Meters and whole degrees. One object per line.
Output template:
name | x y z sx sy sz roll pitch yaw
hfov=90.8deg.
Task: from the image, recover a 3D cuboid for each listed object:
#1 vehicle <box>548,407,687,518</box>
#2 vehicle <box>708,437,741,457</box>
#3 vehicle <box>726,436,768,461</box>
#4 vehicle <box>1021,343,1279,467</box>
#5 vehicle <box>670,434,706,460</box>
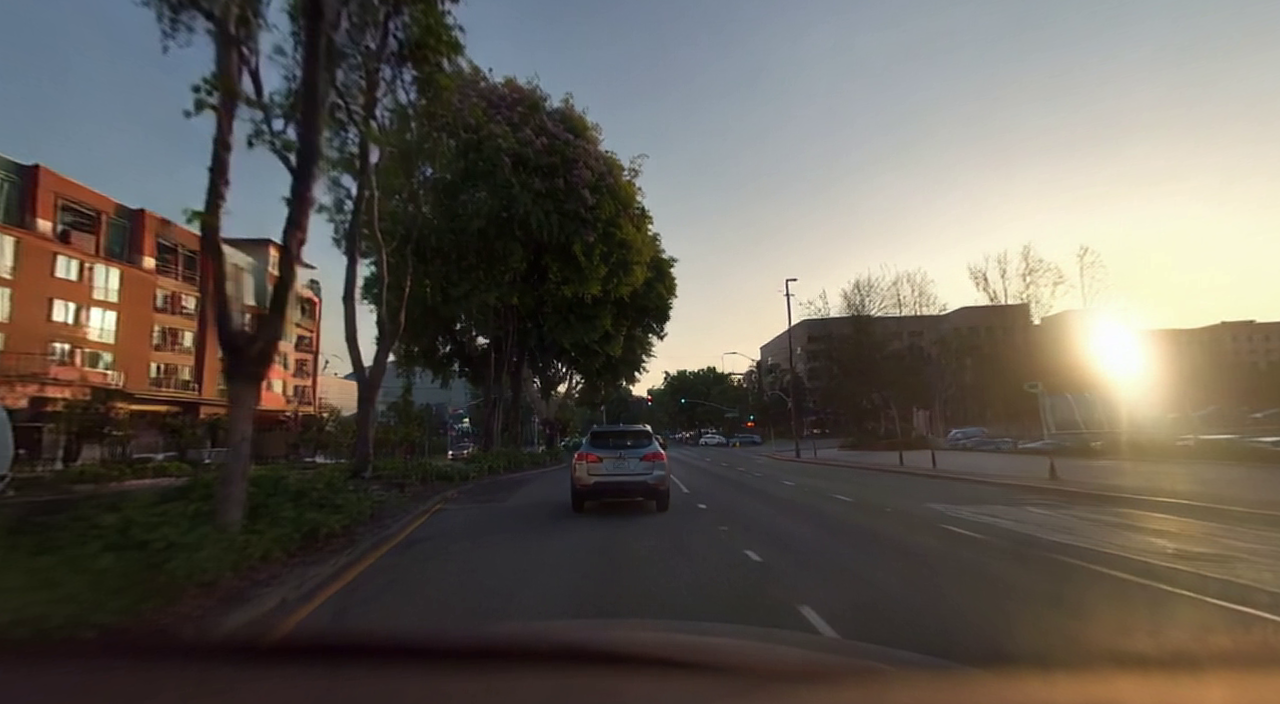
vehicle | -0.394 2.130 12.567 2.277 1.816 4.192 0 -8 -1
vehicle | 6.521 7.368 49.162 1.854 1.466 4.420 0 -8 0
vehicle | 6.566 5.956 39.053 1.777 1.443 3.942 0 -8 -1
vehicle | 18.462 2.232 23.509 3.269 3.755 8.862 0 -8 2
vehicle | 3.031 6.124 40.741 1.929 1.590 4.287 0 -8 0
